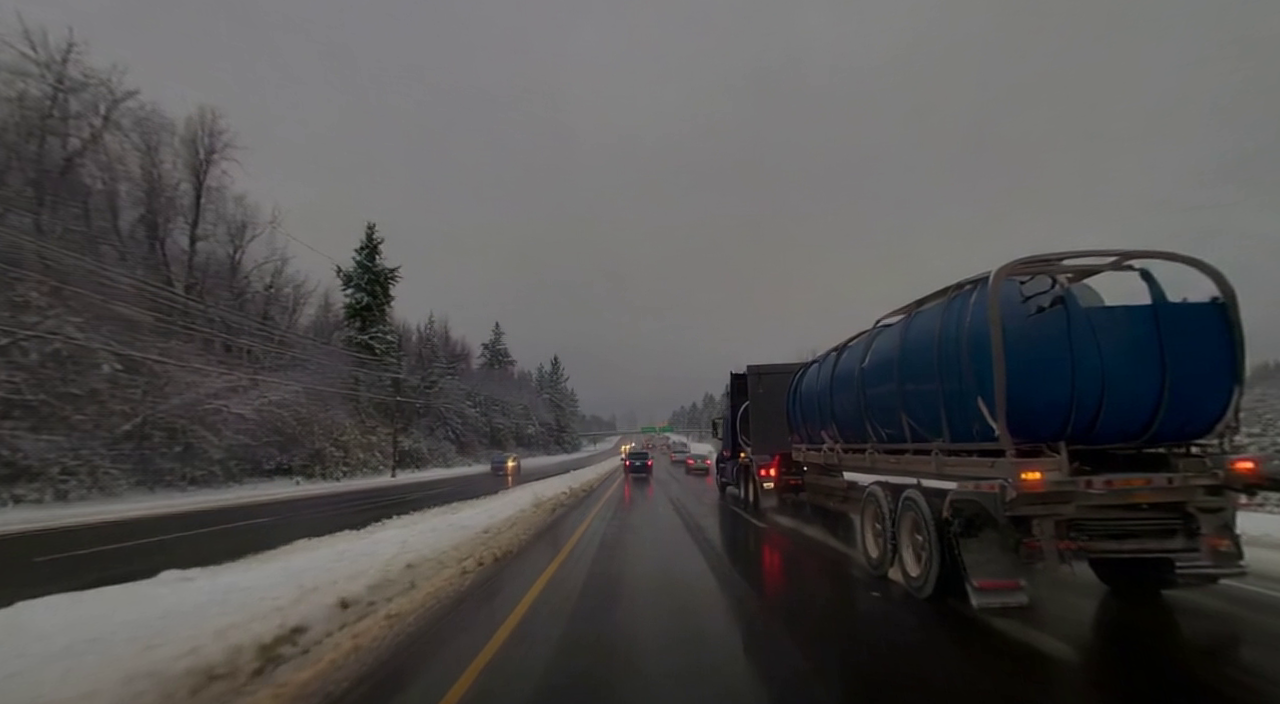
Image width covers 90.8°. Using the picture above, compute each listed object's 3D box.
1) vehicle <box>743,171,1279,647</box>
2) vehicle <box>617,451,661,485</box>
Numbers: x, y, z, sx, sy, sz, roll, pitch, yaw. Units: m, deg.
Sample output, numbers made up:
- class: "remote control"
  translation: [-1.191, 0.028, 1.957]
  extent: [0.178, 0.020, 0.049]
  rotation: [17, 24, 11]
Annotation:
- class: "vehicle"
  translation: [4.023, 1.208, 10.351]
  extent: [2.694, 3.453, 11.641]
  rotation: [0, -9, 0]
- class: "vehicle"
  translation: [-0.065, 5.600, 30.692]
  extent: [2.003, 1.490, 3.636]
  rotation: [0, -9, 0]
